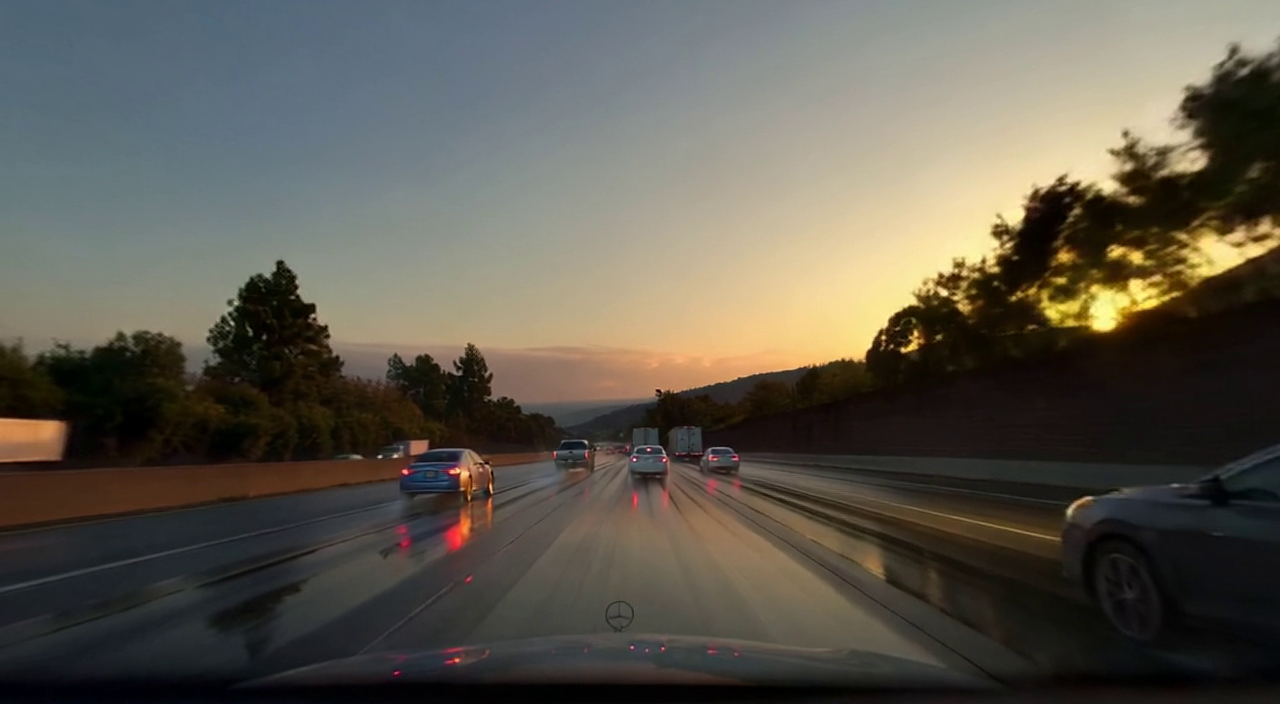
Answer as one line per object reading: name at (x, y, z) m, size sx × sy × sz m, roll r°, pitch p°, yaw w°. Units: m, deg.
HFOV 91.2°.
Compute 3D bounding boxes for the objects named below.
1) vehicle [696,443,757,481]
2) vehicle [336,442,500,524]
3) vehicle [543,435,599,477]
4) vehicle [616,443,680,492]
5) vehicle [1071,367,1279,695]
vehicle at (3.725, 4.823, 27.676) m, size 1.959 × 1.503 × 4.064 m, roll 0°, pitch -9°, yaw -2°
vehicle at (-4.581, 2.766, 13.776) m, size 1.967 × 1.473 × 4.439 m, roll 0°, pitch -9°, yaw 0°
vehicle at (-3.447, 5.339, 32.252) m, size 2.230 × 1.973 × 4.403 m, roll -1°, pitch -9°, yaw 2°
vehicle at (0.253, 4.025, 22.204) m, size 2.015 × 1.526 × 4.286 m, roll 0°, pitch -9°, yaw 0°
vehicle at (4.252, 0.793, 2.490) m, size 2.018 × 1.639 × 4.149 m, roll 0°, pitch -9°, yaw -1°
